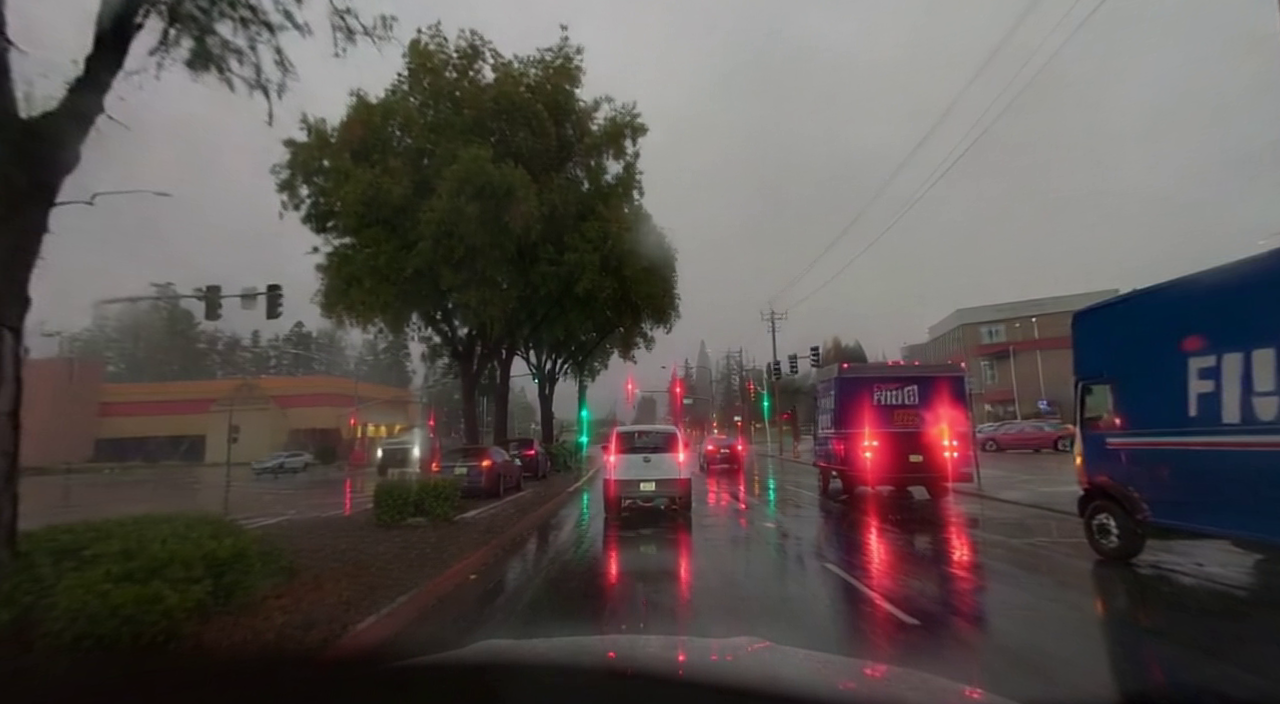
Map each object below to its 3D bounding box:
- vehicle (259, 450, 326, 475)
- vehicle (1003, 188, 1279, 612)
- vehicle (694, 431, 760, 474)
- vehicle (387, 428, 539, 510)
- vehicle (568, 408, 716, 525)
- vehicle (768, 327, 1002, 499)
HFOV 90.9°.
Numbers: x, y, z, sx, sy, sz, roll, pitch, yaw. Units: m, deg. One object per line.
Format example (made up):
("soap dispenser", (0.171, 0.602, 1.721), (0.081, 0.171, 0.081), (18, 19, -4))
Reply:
("vehicle", (-22.789, 7.225, 41.575), (1.824, 1.470, 4.486), (-1, -8, 1))
("vehicle", (6.577, 0.344, 4.798), (2.891, 3.361, 7.843), (0, -8, 0))
("vehicle", (3.340, 3.968, 25.142), (2.075, 1.540, 4.411), (-1, -8, 1))
("vehicle", (-3.634, 2.488, 13.908), (2.008, 1.500, 4.369), (0, -8, 1))
("vehicle", (0.050, 2.000, 11.474), (2.209, 1.718, 4.008), (0, -8, 1))
("vehicle", (6.618, 2.113, 19.575), (2.816, 3.804, 10.315), (-3, -8, -1))
